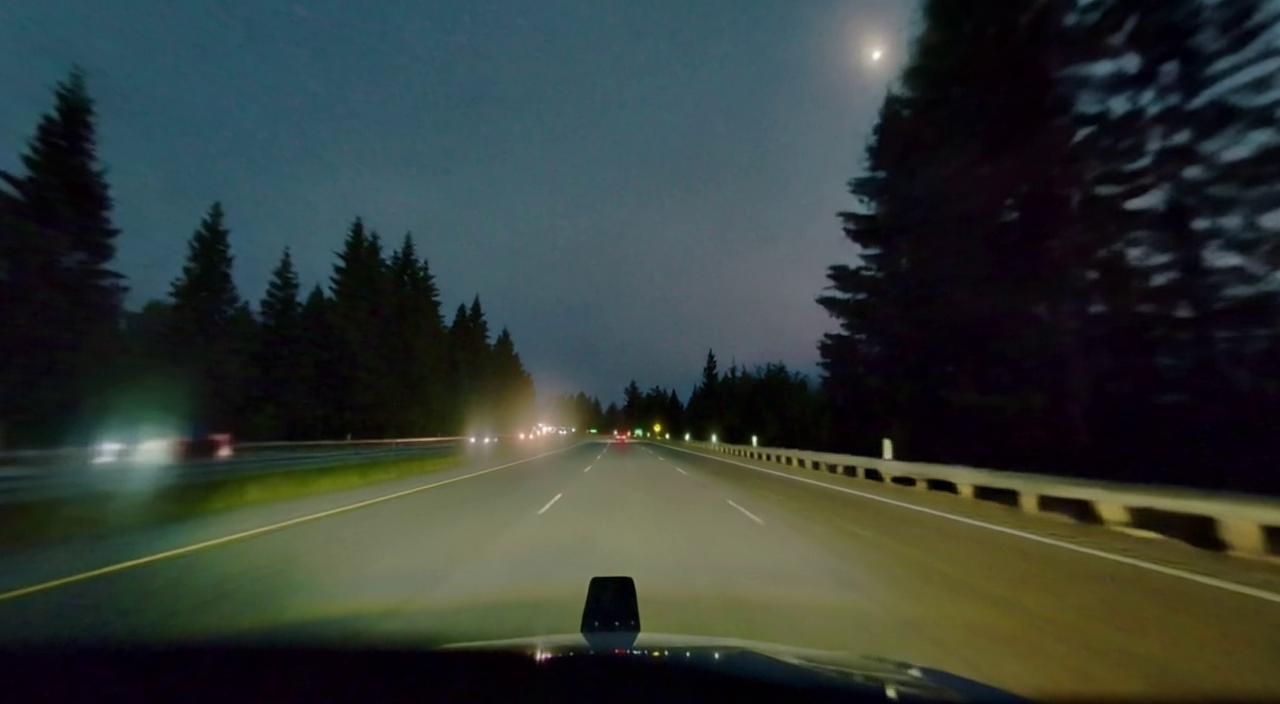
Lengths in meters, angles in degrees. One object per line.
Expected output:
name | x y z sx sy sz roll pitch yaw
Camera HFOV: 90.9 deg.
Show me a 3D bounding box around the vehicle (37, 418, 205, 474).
vehicle | -17.168 3.129 21.193 1.880 1.643 4.441 0 -8 -1
